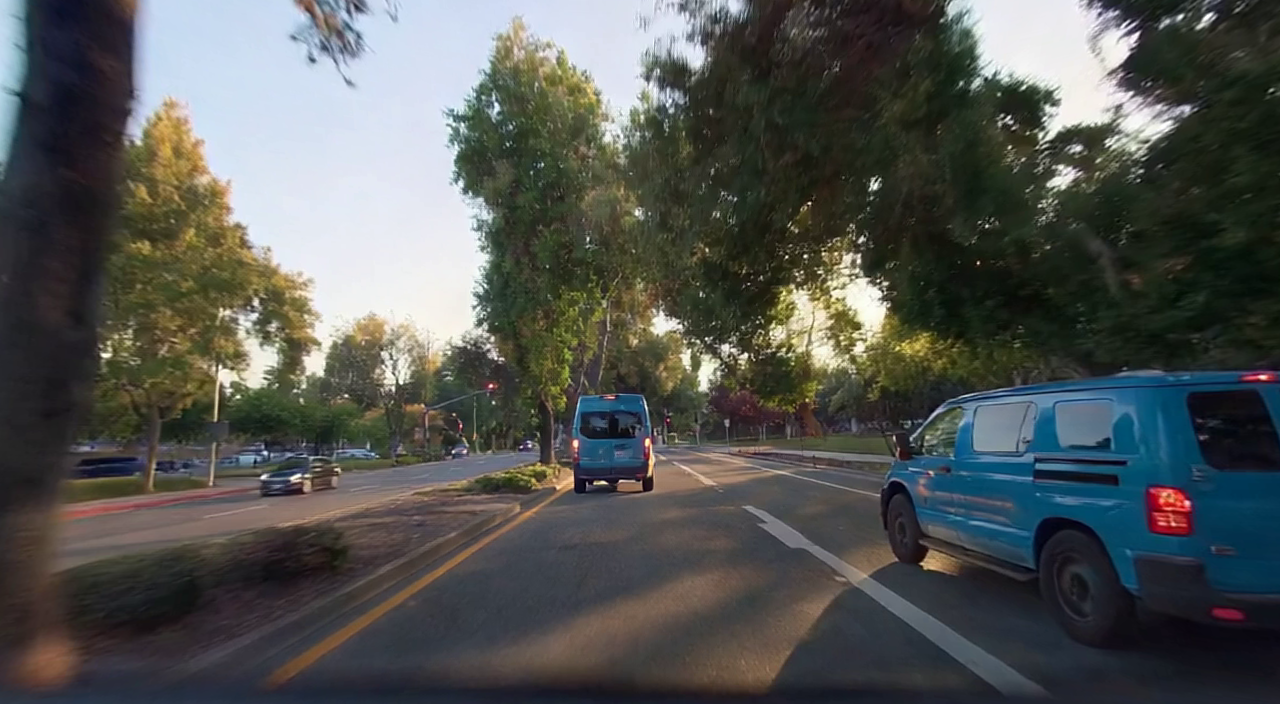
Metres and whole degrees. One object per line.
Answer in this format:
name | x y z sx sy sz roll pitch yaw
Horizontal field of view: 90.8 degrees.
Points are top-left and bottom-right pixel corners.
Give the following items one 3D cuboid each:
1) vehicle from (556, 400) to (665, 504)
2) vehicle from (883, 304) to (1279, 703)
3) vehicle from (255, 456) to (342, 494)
vehicle | -0.585 2.308 14.730 2.145 2.046 4.309 0 -8 0
vehicle | 3.683 0.987 4.895 1.988 1.873 3.968 0 -9 0
vehicle | -14.484 5.192 27.014 1.702 1.413 3.774 0 -8 -2
